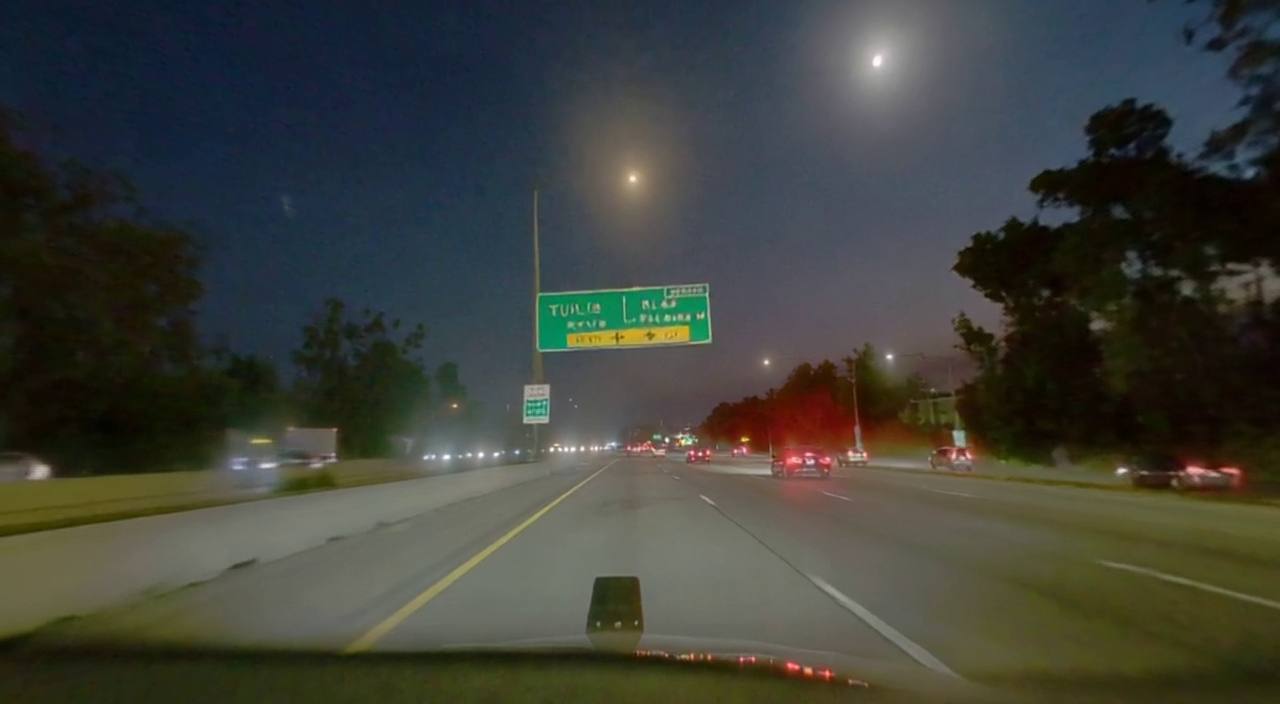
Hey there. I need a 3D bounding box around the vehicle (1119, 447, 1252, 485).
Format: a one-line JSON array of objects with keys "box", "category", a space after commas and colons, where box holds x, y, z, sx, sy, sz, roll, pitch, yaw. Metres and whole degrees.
[{"box": [23.470, 4.887, 27.366, 1.774, 1.457, 4.653, 0, -9, 3], "category": "vehicle"}]

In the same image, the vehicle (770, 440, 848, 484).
[{"box": [6.760, 4.416, 25.674, 1.902, 1.623, 4.360, 0, -8, -1], "category": "vehicle"}]

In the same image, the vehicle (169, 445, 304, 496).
[{"box": [-15.166, 4.430, 24.040, 2.023, 1.715, 4.559, 0, -8, 2], "category": "vehicle"}]

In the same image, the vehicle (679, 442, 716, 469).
[{"box": [3.717, 6.777, 41.440, 2.035, 1.704, 3.867, 0, -8, -1], "category": "vehicle"}]

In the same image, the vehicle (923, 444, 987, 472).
[{"box": [20.165, 6.778, 40.526, 1.887, 1.642, 4.592, 0, -9, 3], "category": "vehicle"}]
